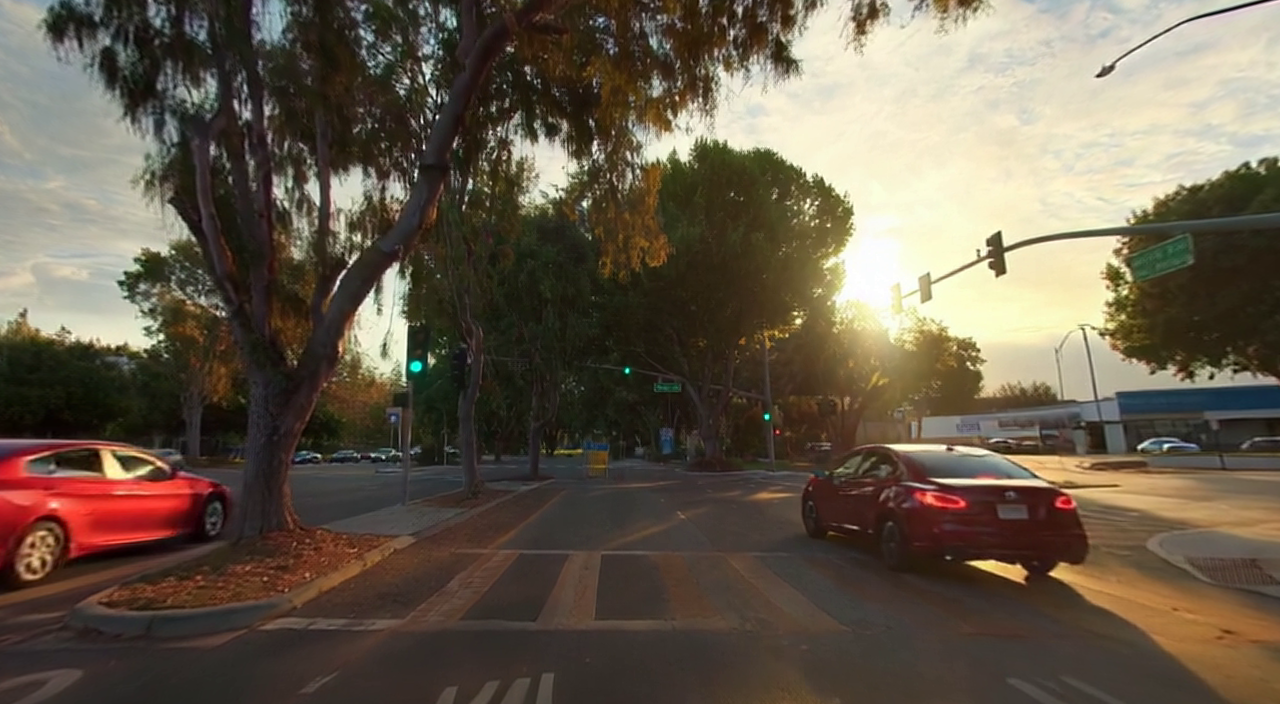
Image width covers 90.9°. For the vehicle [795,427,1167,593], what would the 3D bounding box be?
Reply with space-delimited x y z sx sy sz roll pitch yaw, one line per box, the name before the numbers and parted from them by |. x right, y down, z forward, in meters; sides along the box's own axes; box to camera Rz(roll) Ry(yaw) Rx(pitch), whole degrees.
vehicle | 3.724 1.781 8.113 1.940 1.487 4.562 1 -8 -5

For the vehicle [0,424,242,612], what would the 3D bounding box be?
vehicle | -6.081 1.434 5.795 1.995 1.470 4.556 0 -8 -2
